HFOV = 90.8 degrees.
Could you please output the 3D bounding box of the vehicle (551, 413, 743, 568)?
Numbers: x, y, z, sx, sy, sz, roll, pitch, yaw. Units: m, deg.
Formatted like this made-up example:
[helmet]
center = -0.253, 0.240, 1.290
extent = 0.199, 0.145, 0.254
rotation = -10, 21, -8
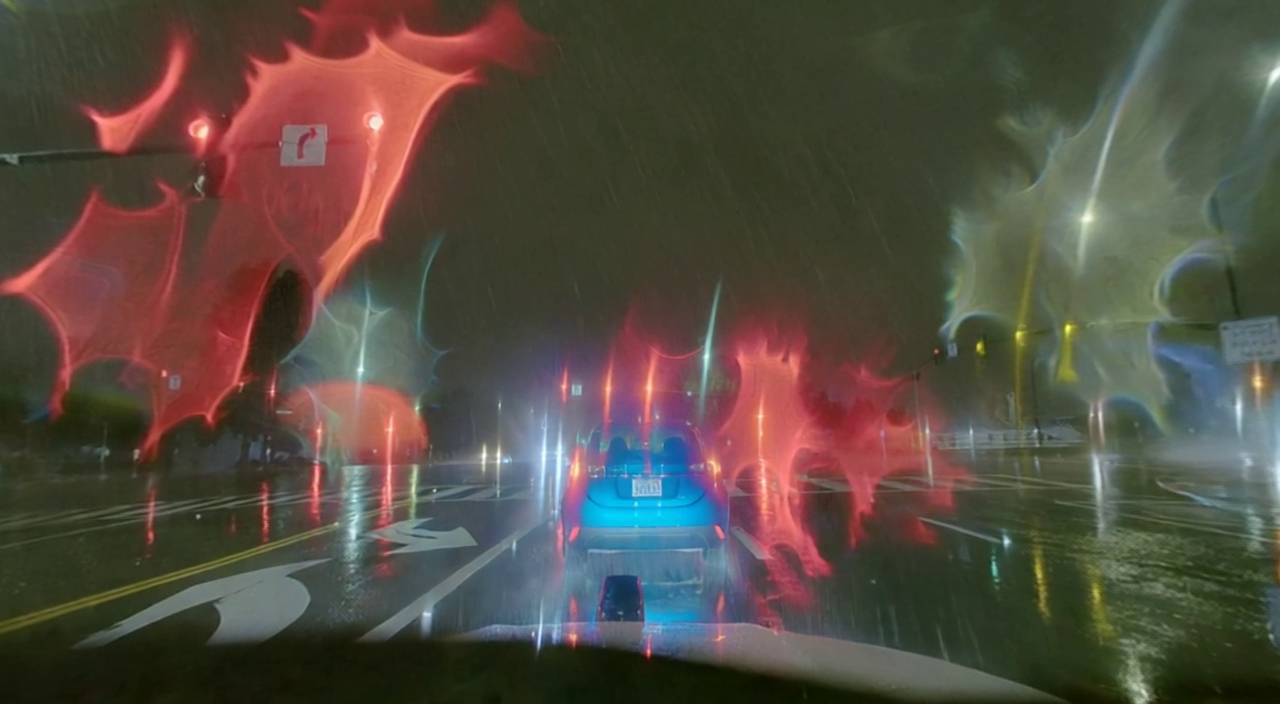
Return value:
[vehicle]
center = 0.035, 1.755, 8.714
extent = 2.027, 1.626, 3.942
rotation = 0, -8, -1
